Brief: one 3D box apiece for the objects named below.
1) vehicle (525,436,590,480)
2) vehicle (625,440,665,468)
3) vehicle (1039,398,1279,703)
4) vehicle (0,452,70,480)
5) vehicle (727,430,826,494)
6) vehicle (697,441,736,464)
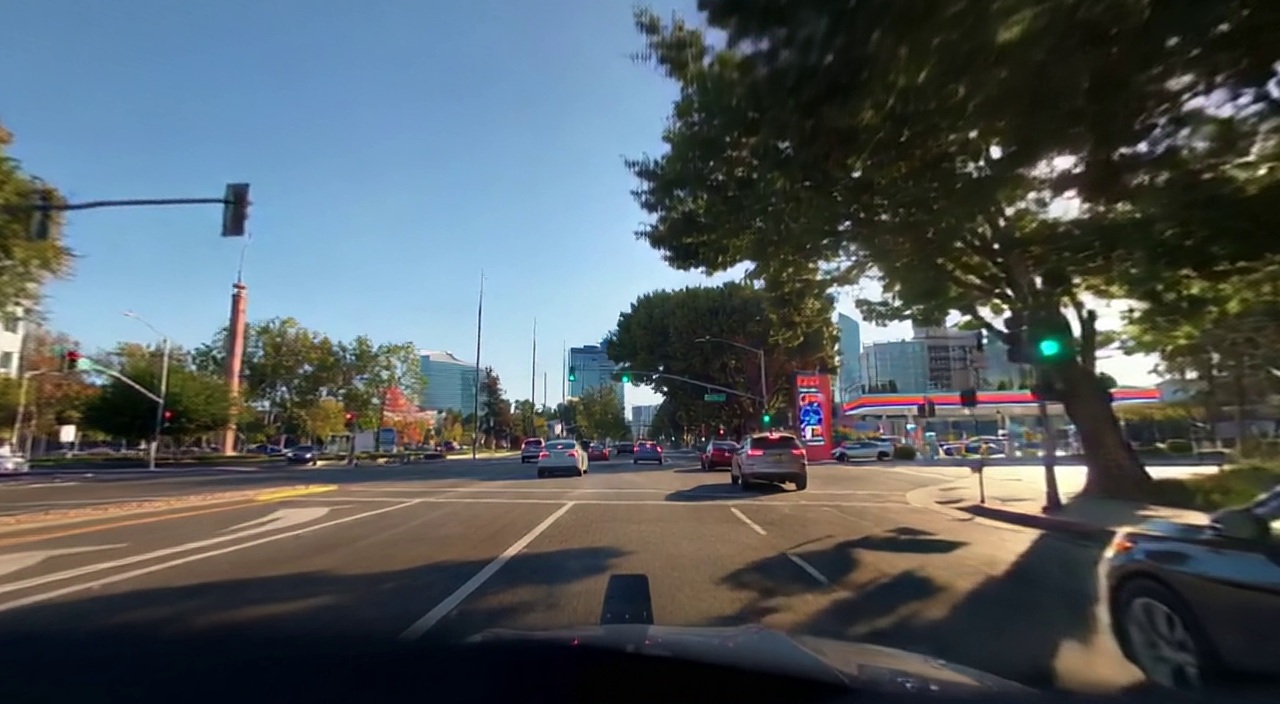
[{"bbox_3d":[-3.209,4.214,25.388,2.023,1.607,4.086,0,-8,1],"label":"vehicle"},{"bbox_3d":[0.260,5.760,35.953,2.104,1.477,4.591,0,-8,0],"label":"vehicle"},{"bbox_3d":[3.624,0.803,1.626,2.038,1.499,4.868,0,-8,1],"label":"vehicle"},{"bbox_3d":[-34.211,6.179,34.208,4.652,1.453,1.945,0,-8,0],"label":"vehicle"},{"bbox_3d":[3.979,3.276,19.139,2.022,1.683,4.171,0,-8,-1],"label":"vehicle"},{"bbox_3d":[5.113,6.796,42.743,2.174,1.462,4.400,0,-8,1],"label":"vehicle"}]
